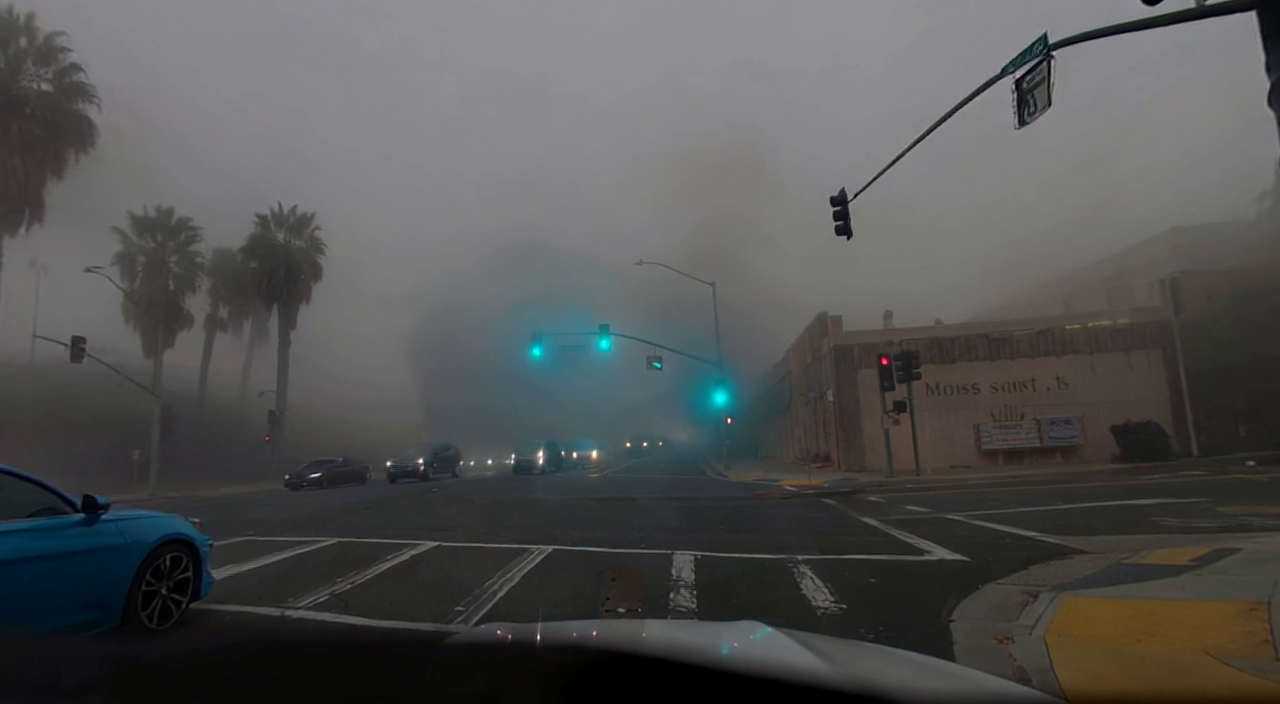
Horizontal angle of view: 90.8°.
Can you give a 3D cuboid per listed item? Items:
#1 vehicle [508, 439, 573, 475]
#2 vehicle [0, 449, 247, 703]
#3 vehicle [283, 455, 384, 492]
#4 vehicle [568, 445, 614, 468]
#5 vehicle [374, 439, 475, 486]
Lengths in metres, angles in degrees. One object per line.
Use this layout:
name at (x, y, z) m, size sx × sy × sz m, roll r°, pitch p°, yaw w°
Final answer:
vehicle at (-5.069, 5.458, 32.897) m, size 2.092 × 1.709 × 4.775 m, roll -1°, pitch -9°, yaw 6°
vehicle at (-3.707, 1.018, 2.257) m, size 1.850 × 1.325 × 4.295 m, roll 0°, pitch -9°, yaw 0°
vehicle at (-13.144, 5.216, 27.471) m, size 1.880 × 1.440 × 4.418 m, roll -1°, pitch -9°, yaw 5°
vehicle at (-3.301, 7.185, 43.675) m, size 1.839 × 1.468 × 4.549 m, roll -2°, pitch -9°, yaw 13°
vehicle at (-9.359, 4.837, 28.031) m, size 2.152 × 1.825 × 5.406 m, roll -1°, pitch -9°, yaw 5°
